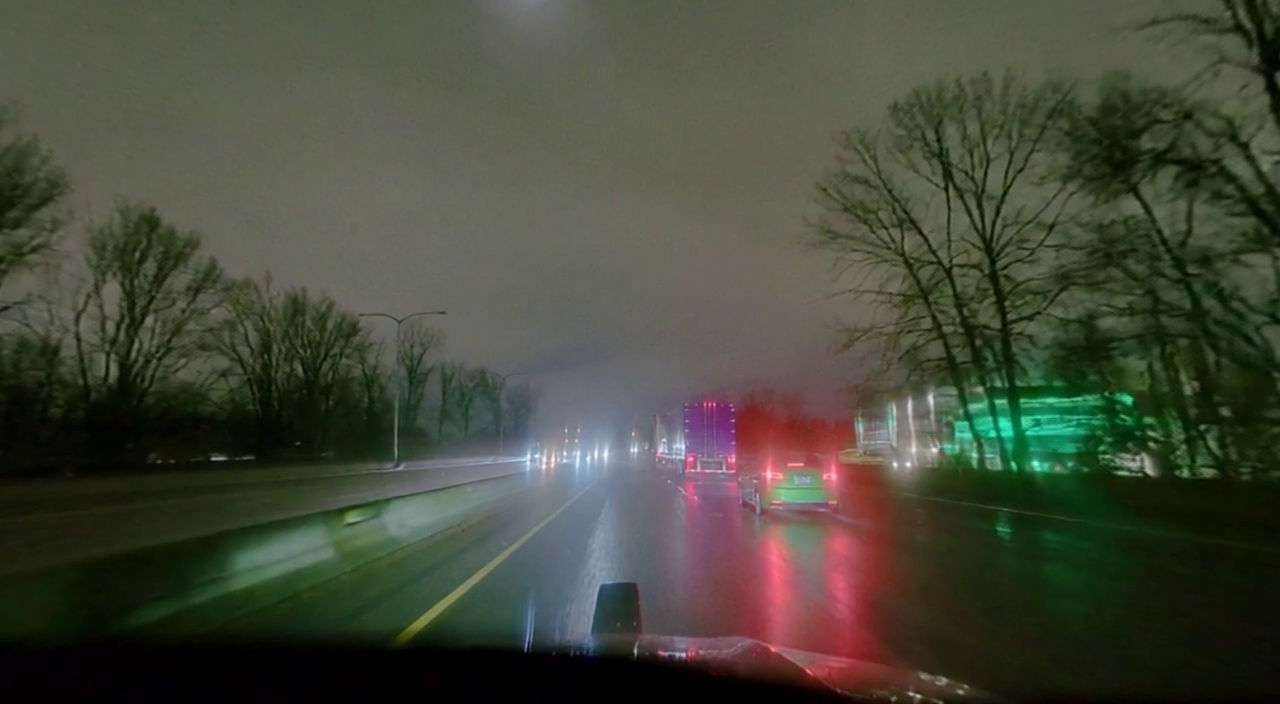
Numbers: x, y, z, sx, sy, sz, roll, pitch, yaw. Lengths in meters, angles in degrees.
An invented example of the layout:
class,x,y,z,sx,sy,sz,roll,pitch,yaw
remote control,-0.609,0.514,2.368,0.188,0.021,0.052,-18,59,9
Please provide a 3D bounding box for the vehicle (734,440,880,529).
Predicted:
class,x,y,z,sx,sy,sz,roll,pitch,yaw
vehicle,3.307,2.700,13.271,1.971,1.558,3.834,-1,-9,-1

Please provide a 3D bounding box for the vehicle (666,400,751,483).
class,x,y,z,sx,sy,sz,roll,pitch,yaw
vehicle,3.252,4.986,34.455,2.916,3.563,14.462,-1,-9,-1
